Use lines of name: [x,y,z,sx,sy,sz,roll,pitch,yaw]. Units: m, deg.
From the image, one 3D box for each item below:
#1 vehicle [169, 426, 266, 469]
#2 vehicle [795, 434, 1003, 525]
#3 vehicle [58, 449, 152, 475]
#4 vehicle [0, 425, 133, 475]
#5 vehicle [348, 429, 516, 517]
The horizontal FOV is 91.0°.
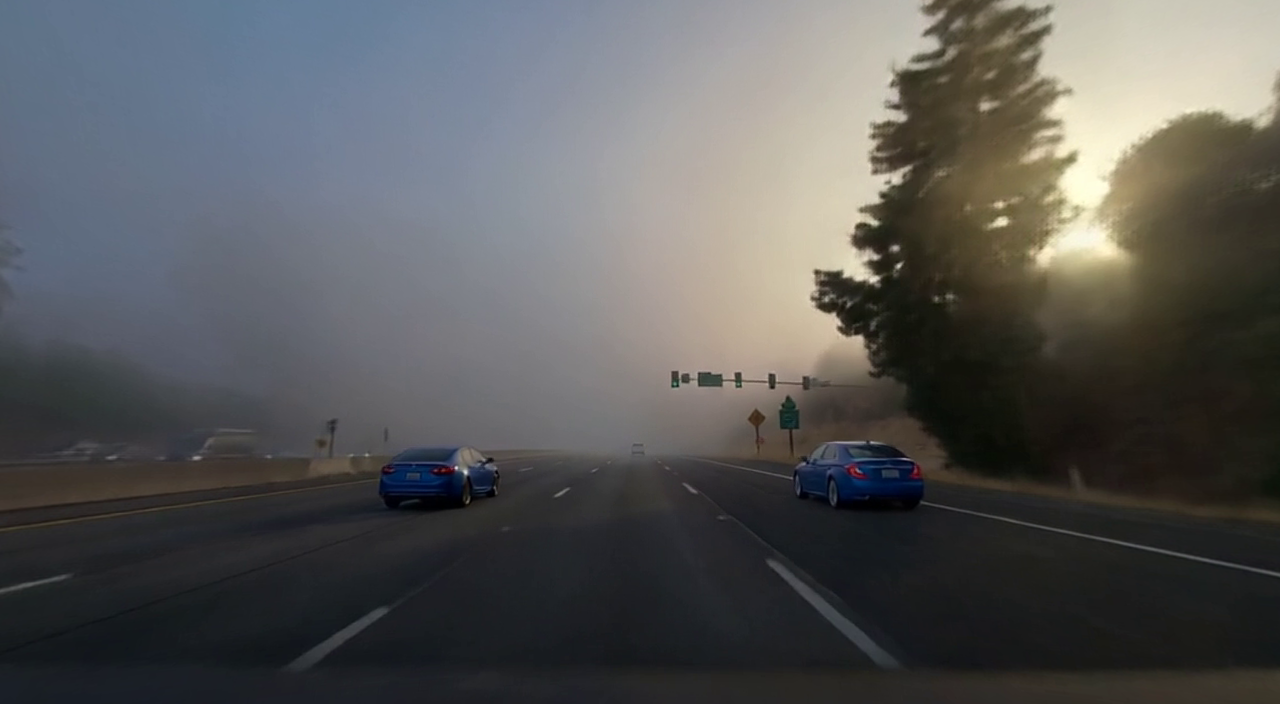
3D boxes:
vehicle: [-28.707,6.549,43.069,2.444,2.704,5.872,0,-9,0]
vehicle: [4.867,2.463,12.804,2.049,1.481,4.774,0,-9,-2]
vehicle: [-32.804,6.709,38.771,1.813,1.467,4.567,0,-9,-1]
vehicle: [-36.635,6.276,40.375,2.591,2.943,6.617,0,-9,0]
vehicle: [-4.084,2.460,13.292,1.987,1.516,4.478,0,-9,1]
